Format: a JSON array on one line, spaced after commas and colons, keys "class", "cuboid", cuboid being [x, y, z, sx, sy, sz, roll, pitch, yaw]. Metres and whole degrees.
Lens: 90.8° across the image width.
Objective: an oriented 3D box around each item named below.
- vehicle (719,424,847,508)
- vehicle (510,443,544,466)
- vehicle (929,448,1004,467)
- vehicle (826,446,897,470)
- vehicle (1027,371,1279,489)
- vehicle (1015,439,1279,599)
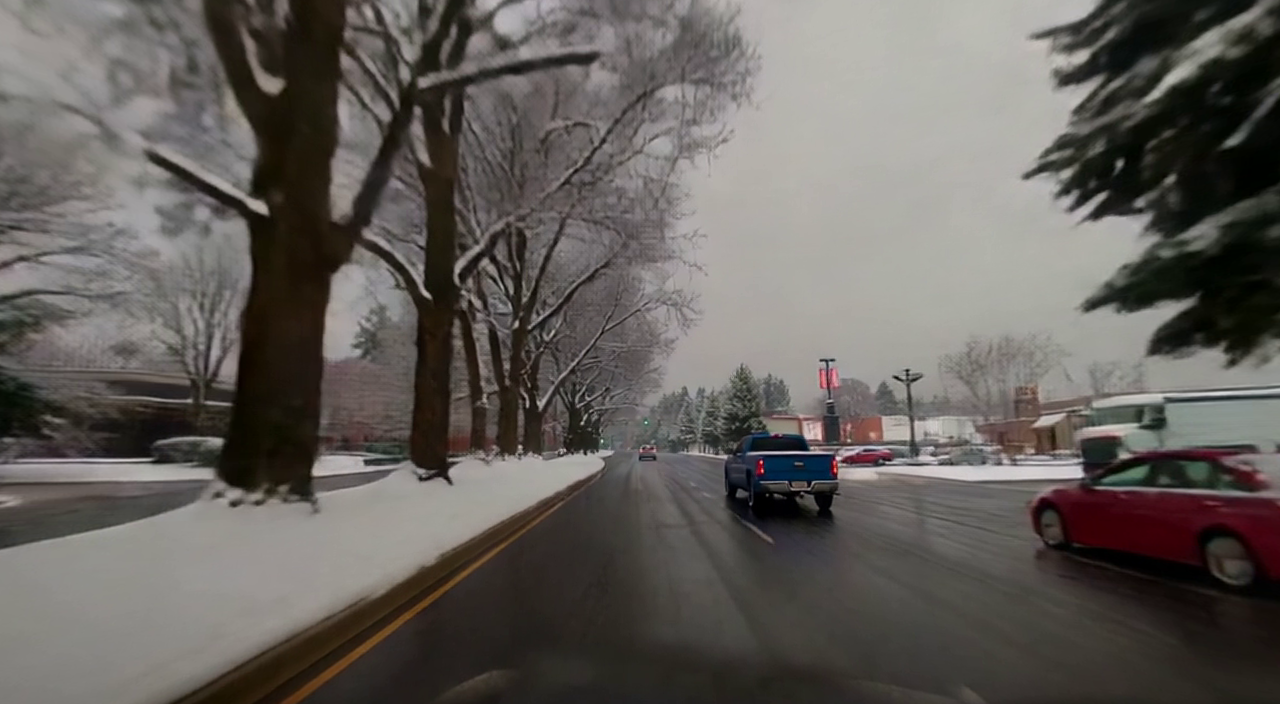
[{"class": "vehicle", "cuboid": [3.495, 2.907, 16.644, 2.138, 1.836, 5.245, 0, -8, 0]}, {"class": "vehicle", "cuboid": [-8.721, 7.940, 49.014, 1.834, 1.695, 4.129, 0, -8, 0]}, {"class": "vehicle", "cuboid": [25.002, 8.074, 48.426, 4.648, 1.444, 1.912, 0, -8, -1]}, {"class": "vehicle", "cuboid": [16.849, 8.071, 48.175, 4.554, 1.566, 1.925, -3, -9, 0]}, {"class": "vehicle", "cuboid": [18.917, 2.769, 22.076, 8.393, 3.716, 3.472, 1, -9, -2]}, {"class": "vehicle", "cuboid": [6.907, 1.786, 7.445, 2.012, 1.460, 4.812, 0, -8, 0]}]
